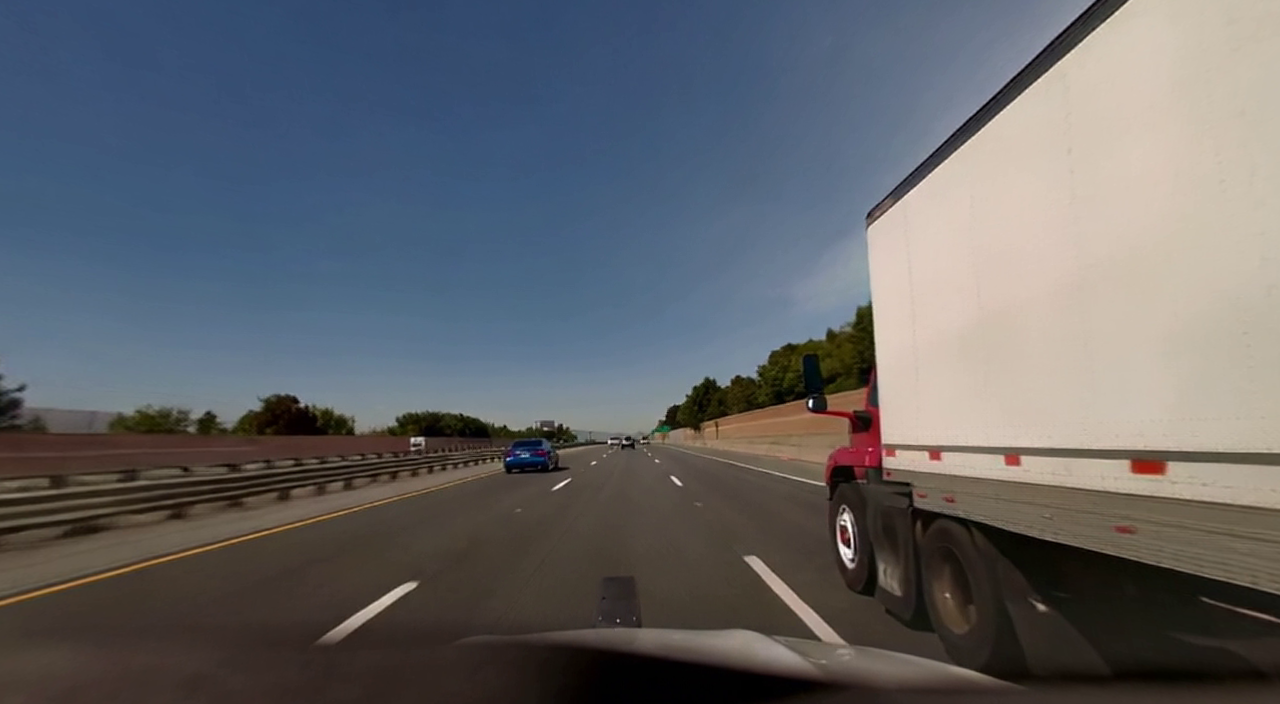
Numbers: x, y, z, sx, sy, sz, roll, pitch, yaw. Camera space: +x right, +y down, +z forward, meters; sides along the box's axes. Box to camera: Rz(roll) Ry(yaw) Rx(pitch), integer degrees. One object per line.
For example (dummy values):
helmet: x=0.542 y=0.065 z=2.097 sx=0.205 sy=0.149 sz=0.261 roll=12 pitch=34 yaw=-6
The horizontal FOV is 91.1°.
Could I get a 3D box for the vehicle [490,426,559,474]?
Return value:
vehicle: x=-4.470 y=3.849 z=25.037 sx=2.063 sy=1.661 sz=4.439 roll=2 pitch=-8 yaw=-3
